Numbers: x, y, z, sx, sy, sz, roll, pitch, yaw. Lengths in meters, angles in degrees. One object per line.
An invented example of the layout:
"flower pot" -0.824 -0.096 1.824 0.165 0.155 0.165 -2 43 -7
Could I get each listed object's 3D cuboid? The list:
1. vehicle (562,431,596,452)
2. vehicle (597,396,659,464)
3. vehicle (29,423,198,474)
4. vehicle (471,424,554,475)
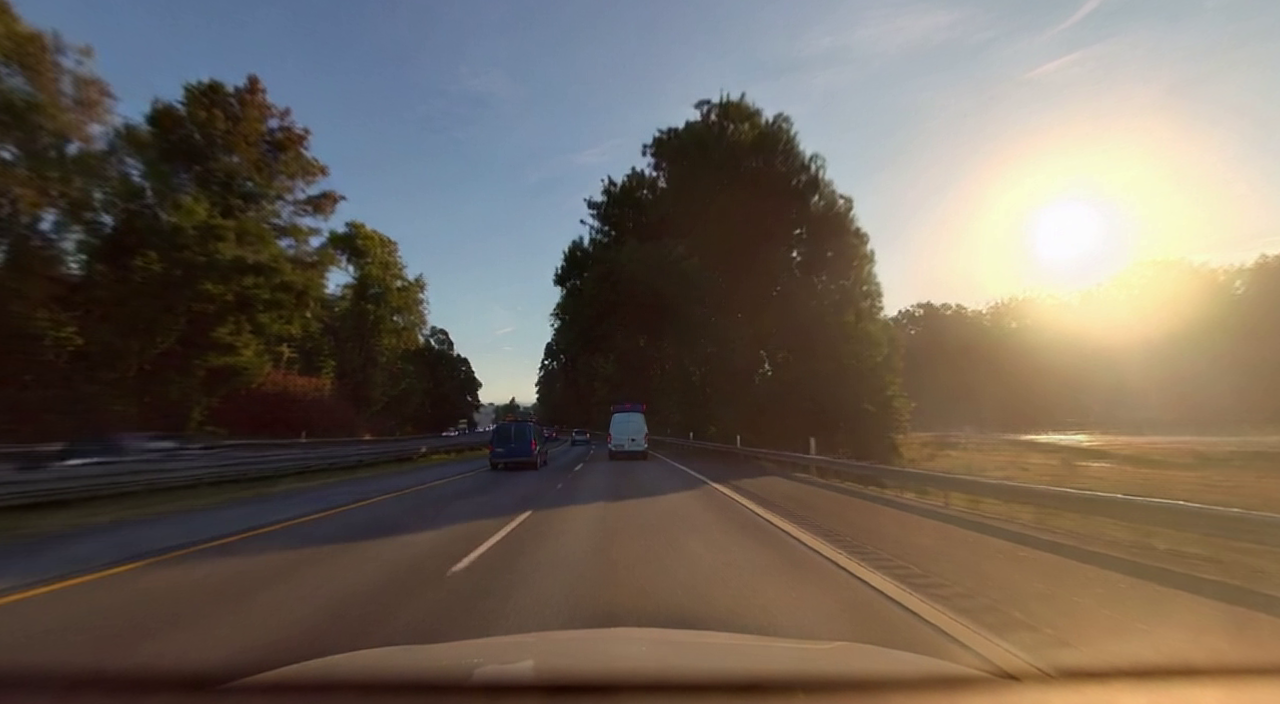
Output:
"vehicle" -4.425 6.546 46.142 2.251 1.459 4.236 0 -8 -2
"vehicle" -0.684 3.784 30.286 2.647 2.896 6.480 1 -8 -3
"vehicle" -16.493 3.014 20.070 1.735 1.433 4.237 1 -7 -1
"vehicle" -4.439 3.442 22.649 2.110 1.636 4.453 0 -8 -1
